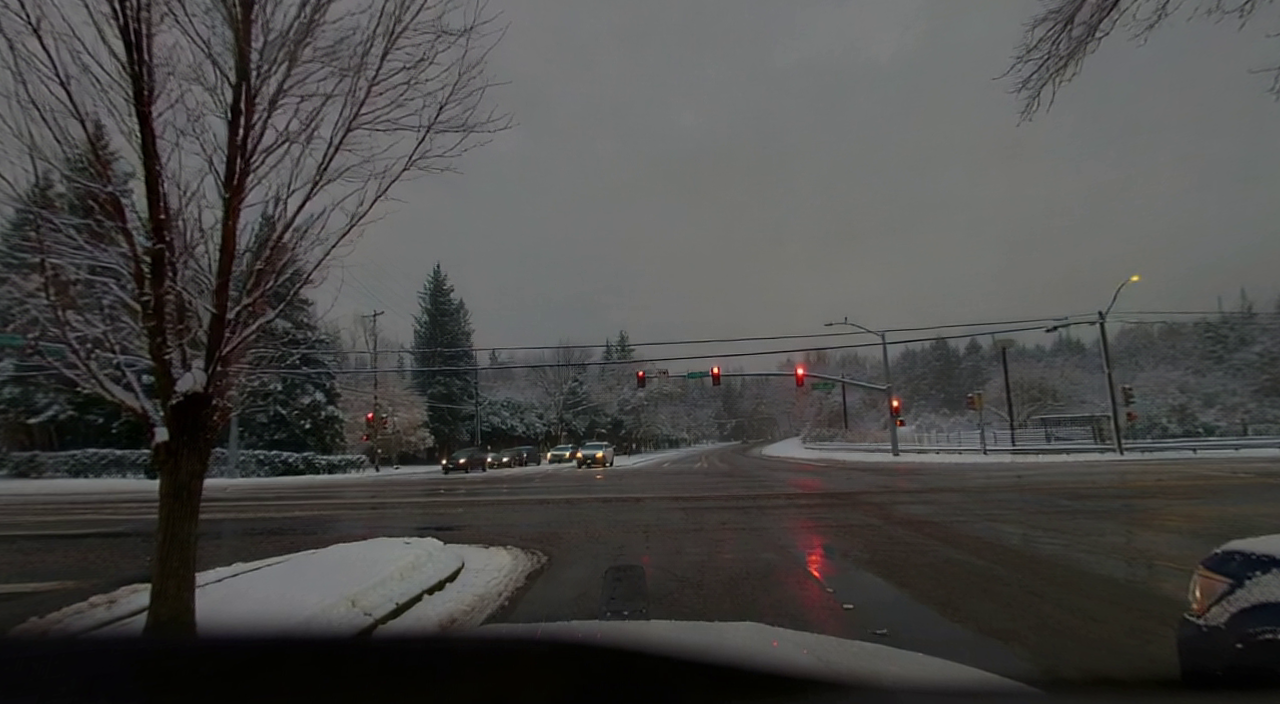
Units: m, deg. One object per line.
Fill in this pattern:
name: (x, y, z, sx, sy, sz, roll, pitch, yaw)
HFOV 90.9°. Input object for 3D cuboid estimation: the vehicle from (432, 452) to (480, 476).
vehicle: (-13.379, 8.118, 45.987, 2.101, 1.637, 4.304, 0, -9, 1)

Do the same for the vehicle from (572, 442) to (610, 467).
vehicle: (-3.526, 7.461, 45.997, 2.215, 1.732, 4.684, -1, -9, 3)

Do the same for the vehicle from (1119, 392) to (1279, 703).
vehicle: (3.063, 0.619, 0.423, 1.978, 1.468, 4.544, 0, -9, 1)

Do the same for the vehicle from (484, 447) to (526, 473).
vehicle: (-9.770, 7.839, 45.938, 2.064, 1.725, 4.243, 0, -9, 1)

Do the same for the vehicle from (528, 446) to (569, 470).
vehicle: (-6.540, 7.603, 45.484, 2.126, 1.657, 4.307, 0, -9, 2)
